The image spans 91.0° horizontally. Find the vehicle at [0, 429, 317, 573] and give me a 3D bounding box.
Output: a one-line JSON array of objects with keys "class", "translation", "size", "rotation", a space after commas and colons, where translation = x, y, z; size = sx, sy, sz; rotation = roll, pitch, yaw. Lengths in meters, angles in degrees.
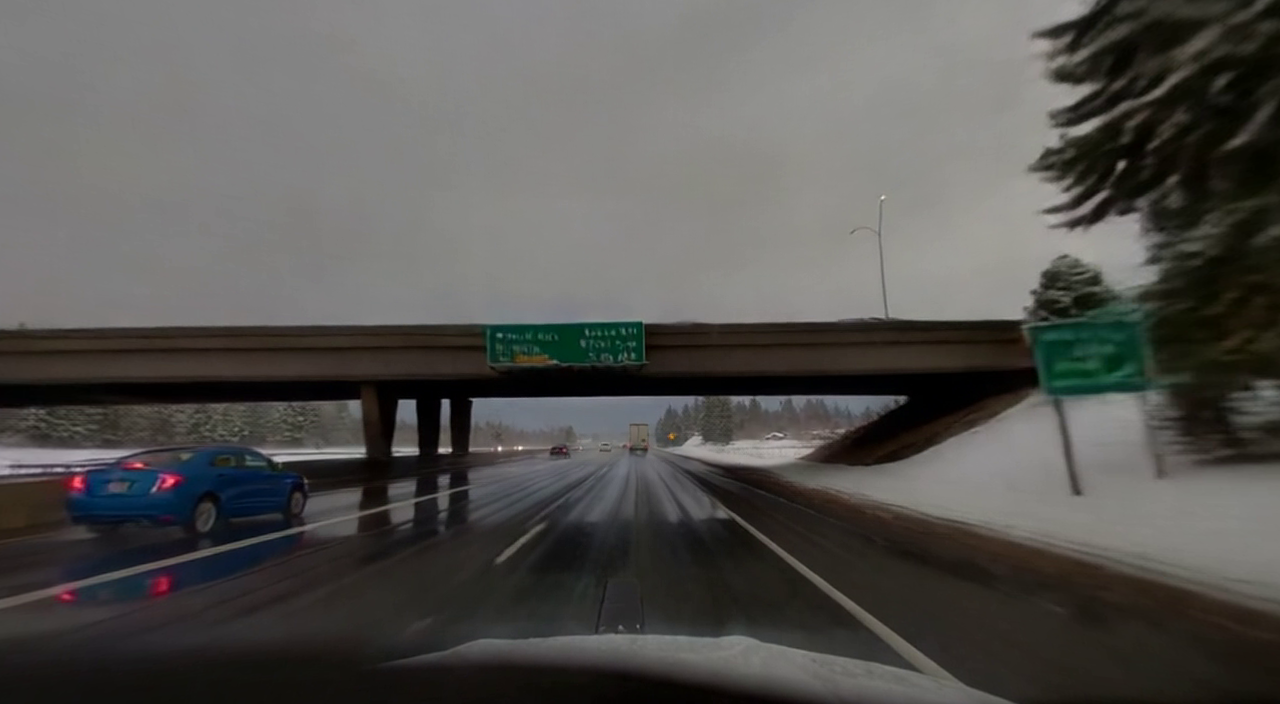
[{"class": "vehicle", "translation": [-6.997, 1.965, 9.186], "size": [2.096, 1.541, 4.610], "rotation": [0, -8, 0]}]
